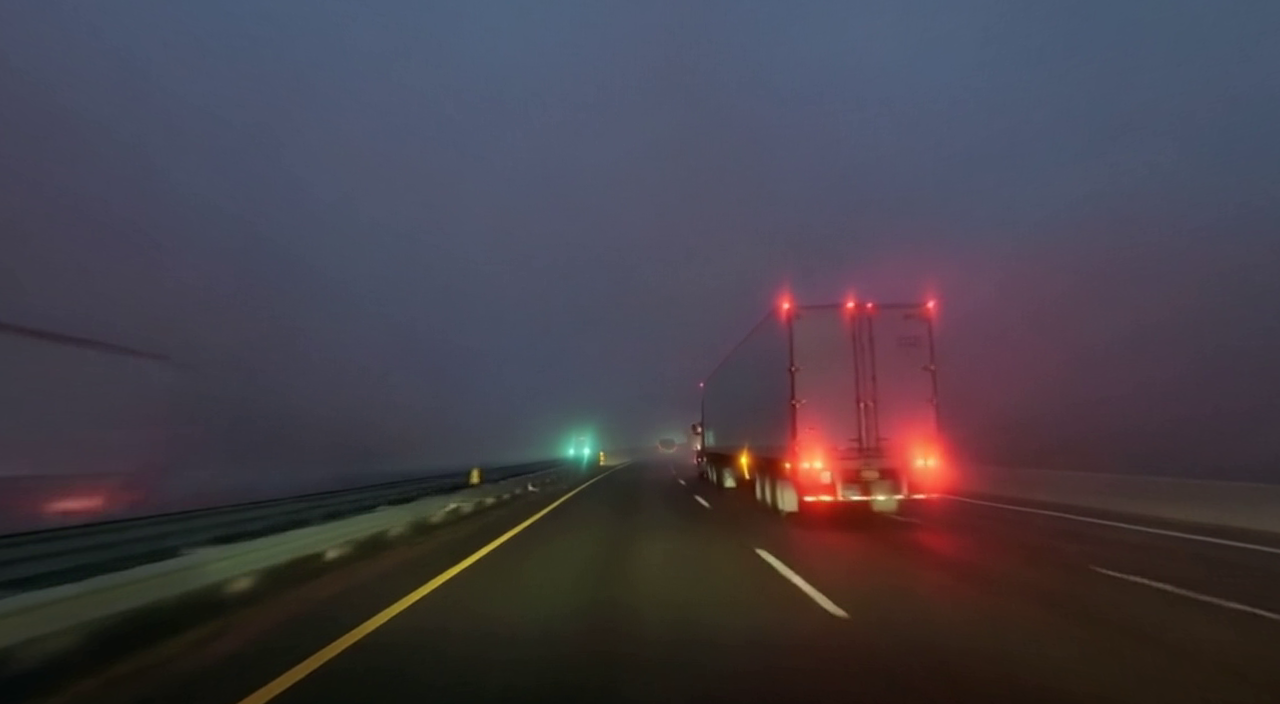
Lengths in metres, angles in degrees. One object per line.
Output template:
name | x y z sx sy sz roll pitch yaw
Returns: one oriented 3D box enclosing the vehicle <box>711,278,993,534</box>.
vehicle | 3.981 1.751 16.156 2.965 4.028 12.529 0 -9 1
